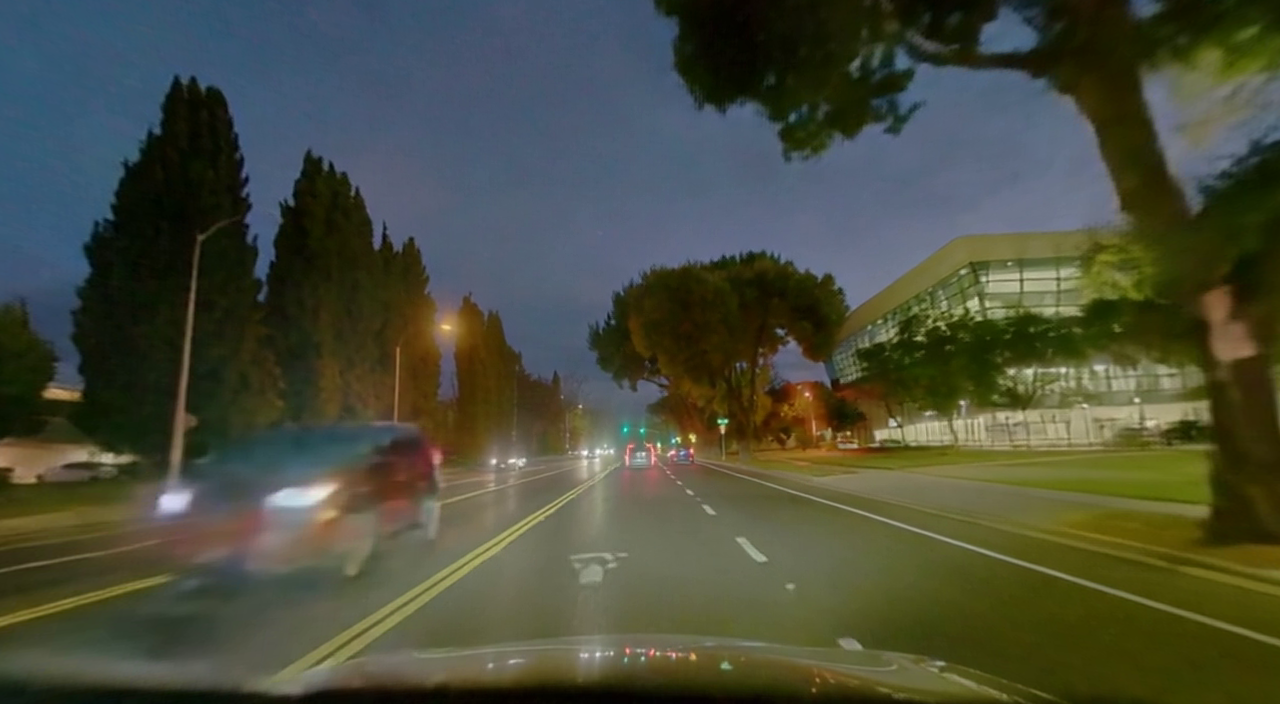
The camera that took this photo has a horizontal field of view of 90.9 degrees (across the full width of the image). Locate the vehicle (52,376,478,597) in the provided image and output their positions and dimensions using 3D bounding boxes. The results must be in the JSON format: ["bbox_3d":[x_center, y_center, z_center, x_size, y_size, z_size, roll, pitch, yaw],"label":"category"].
[{"bbox_3d":[-3.988,1.567,8.226,2.301,1.946,5.199,0,-9,0],"label":"vehicle"}]

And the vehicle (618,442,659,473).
[{"bbox_3d":[-0.044,5.780,34.749,2.109,1.612,3.963,0,-9,1],"label":"vehicle"}]

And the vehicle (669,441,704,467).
[{"bbox_3d":[3.313,7.442,46.016,2.189,1.766,4.495,0,-9,0],"label":"vehicle"}]

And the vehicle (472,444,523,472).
[{"bbox_3d":[-9.536,7.147,42.615,2.064,1.722,5.226,0,-9,1],"label":"vehicle"}]

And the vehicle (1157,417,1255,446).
[{"bbox_3d":[36.926,5.215,41.227,4.343,1.714,1.983,-2,-8,2],"label":"vehicle"}]
